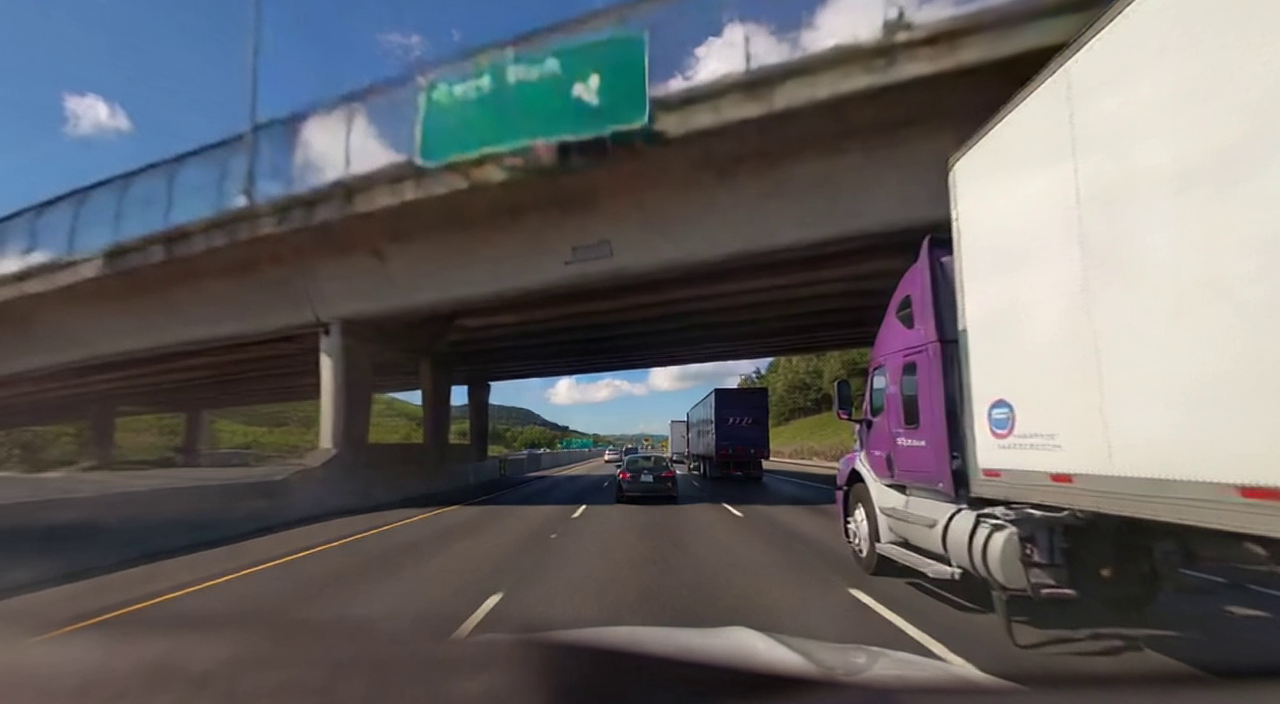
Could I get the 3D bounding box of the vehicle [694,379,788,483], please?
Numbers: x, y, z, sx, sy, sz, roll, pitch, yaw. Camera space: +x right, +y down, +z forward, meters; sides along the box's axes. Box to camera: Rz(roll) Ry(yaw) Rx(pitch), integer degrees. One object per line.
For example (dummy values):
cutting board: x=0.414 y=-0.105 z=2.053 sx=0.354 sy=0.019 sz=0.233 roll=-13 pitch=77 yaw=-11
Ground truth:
vehicle: x=4.337 y=3.764 z=29.183 sx=2.801 sy=4.039 sz=8.684 roll=0 pitch=-9 yaw=-1

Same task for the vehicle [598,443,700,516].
vehicle: x=0.178 y=2.837 z=14.506 sx=2.029 sy=1.437 sz=3.794 roll=0 pitch=-9 yaw=0

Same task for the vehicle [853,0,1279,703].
vehicle: x=4.079 y=-0.187 z=2.347 sx=2.884 sy=3.930 sz=10.206 roll=0 pitch=-9 yaw=0
